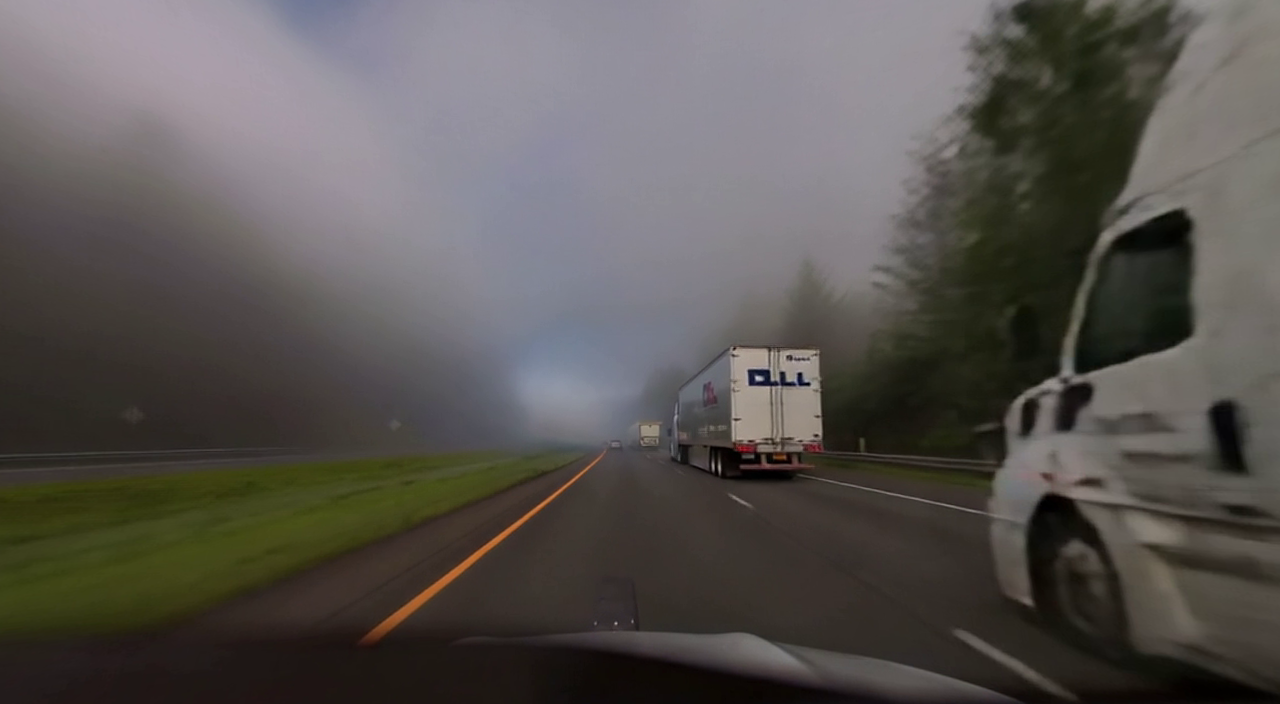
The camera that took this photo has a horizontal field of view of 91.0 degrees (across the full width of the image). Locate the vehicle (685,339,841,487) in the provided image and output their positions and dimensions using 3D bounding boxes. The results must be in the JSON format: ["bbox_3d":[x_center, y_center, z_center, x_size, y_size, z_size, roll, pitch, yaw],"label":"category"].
[{"bbox_3d":[3.867,2.637,24.461,2.871,4.072,14.183,0,-8,-1],"label":"vehicle"}]

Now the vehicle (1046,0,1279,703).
[{"bbox_3d":[3.882,-0.578,0.390,3.029,3.947,5.924,0,-8,-1],"label":"vehicle"}]
